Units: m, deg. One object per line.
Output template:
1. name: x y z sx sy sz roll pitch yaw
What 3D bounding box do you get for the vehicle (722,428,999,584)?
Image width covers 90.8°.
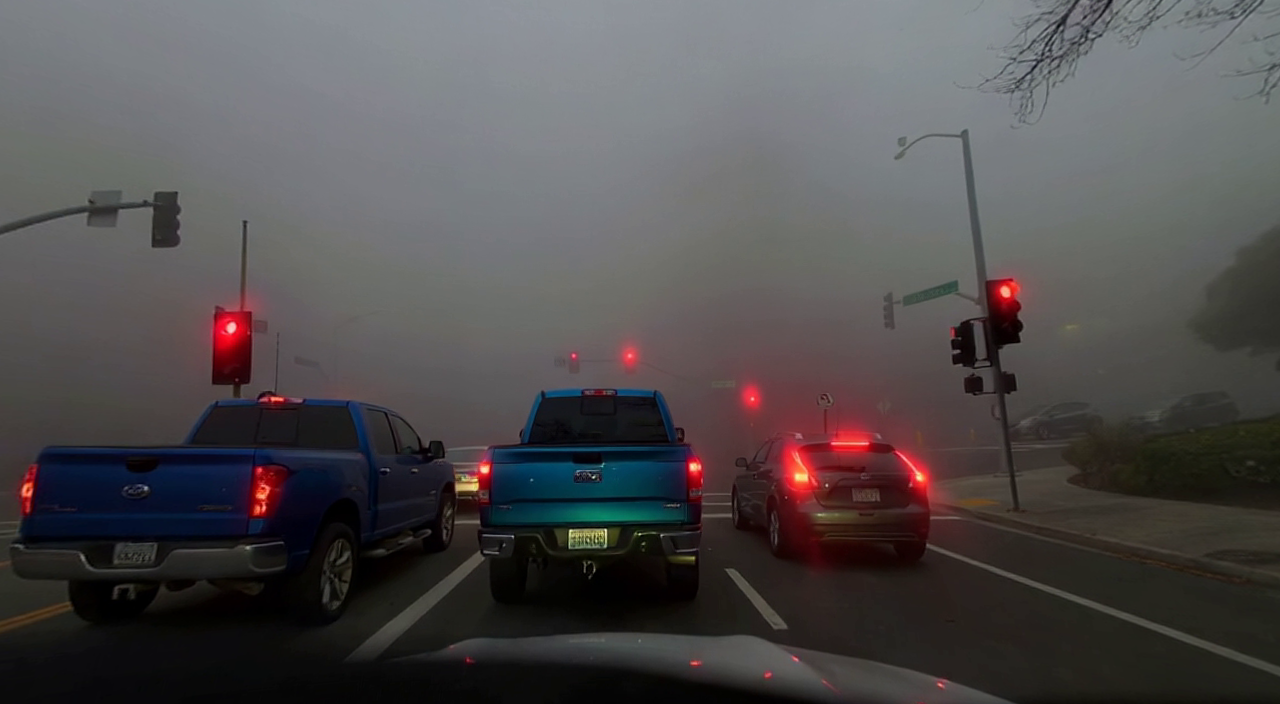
1. vehicle: 2.408 1.816 8.312 2.016 1.481 4.336 0 -9 -1

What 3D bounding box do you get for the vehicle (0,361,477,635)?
1. vehicle: -3.460 1.352 6.888 2.146 1.828 5.148 0 -9 -2

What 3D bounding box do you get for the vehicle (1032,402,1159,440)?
1. vehicle: 23.318 3.590 32.481 4.721 1.866 2.188 0 -9 2

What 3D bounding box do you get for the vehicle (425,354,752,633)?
1. vehicle: -0.395 1.313 6.742 2.282 1.964 4.421 0 -9 -1

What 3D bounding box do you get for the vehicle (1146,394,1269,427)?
1. vehicle: 29.271 3.046 32.687 4.540 1.543 1.803 0 -9 0
